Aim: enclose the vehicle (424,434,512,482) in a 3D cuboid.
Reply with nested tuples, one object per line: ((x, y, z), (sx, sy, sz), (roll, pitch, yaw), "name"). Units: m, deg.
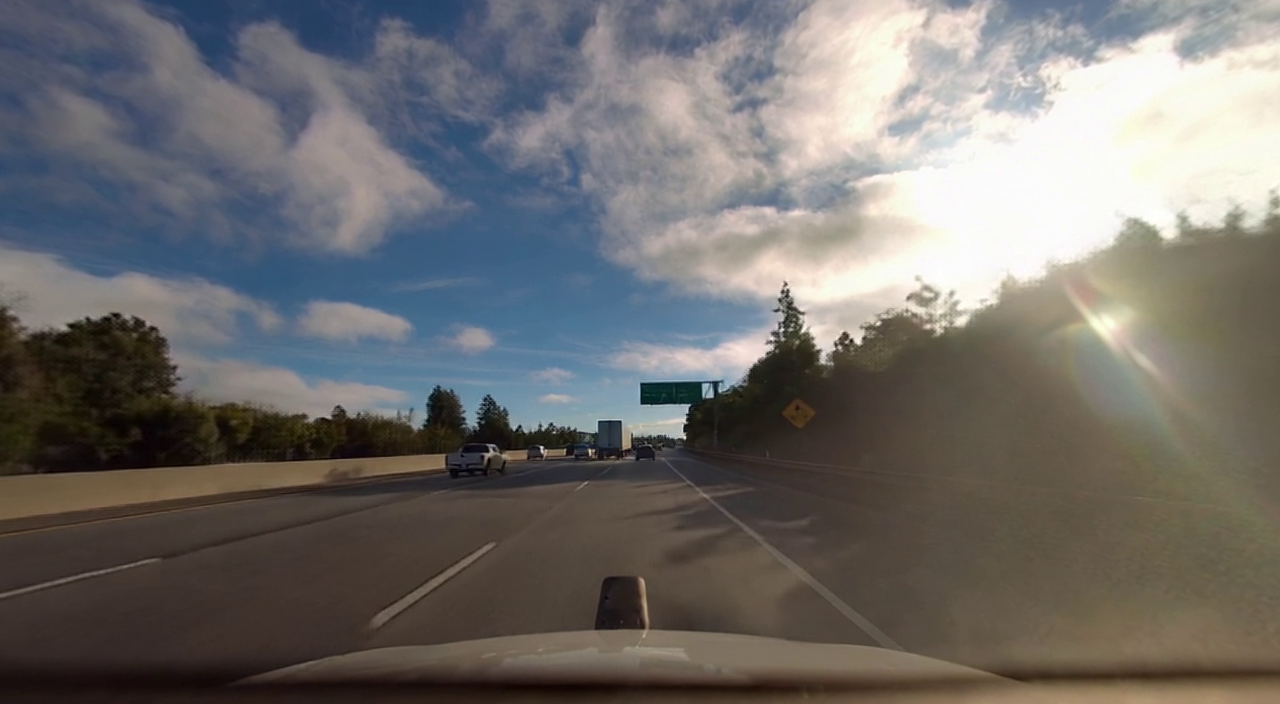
((-7.150, 4.472, 26.875), (2.115, 1.778, 5.572), (0, -9, 1), "vehicle")

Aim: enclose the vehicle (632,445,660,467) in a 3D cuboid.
((0.463, 7.426, 45.170), (1.931, 1.528, 4.126), (0, -9, 1), "vehicle")
